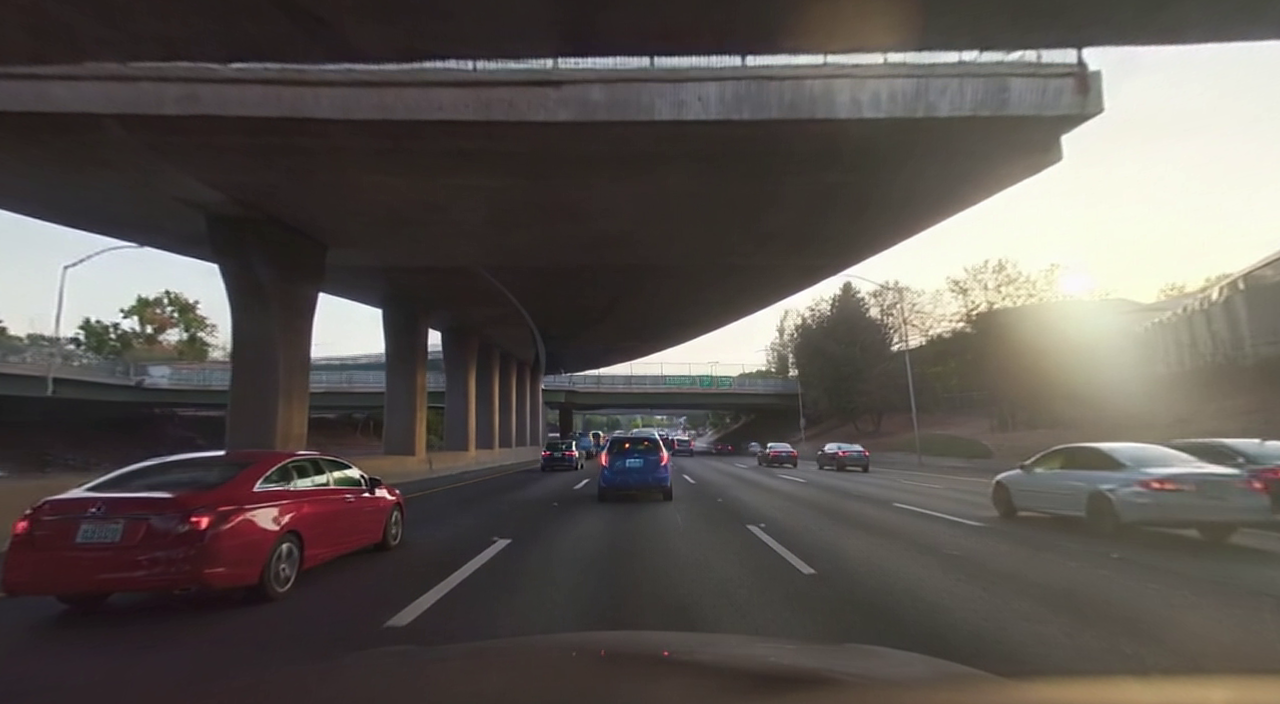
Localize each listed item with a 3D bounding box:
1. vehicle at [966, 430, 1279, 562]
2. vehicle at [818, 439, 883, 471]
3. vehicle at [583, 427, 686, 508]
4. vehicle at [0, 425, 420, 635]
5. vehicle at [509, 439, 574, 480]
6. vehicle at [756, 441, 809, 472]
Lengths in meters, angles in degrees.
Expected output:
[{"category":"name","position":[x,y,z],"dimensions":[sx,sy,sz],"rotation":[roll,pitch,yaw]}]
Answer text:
[{"category":"vehicle","position":[7.307,2.049,9.762],"dimensions":[2.049,1.521,4.604],"rotation":[0,-9,0]},{"category":"vehicle","position":[11.560,5.688,34.927],"dimensions":[1.992,1.625,4.359],"rotation":[1,-9,-1]},{"category":"vehicle","position":[-0.097,2.782,15.546],"dimensions":[2.181,1.697,4.021],"rotation":[0,-9,0]},{"category":"vehicle","position":[-4.149,1.612,6.778],"dimensions":[1.974,1.478,4.412],"rotation":[0,-9,0]},{"category":"vehicle","position":[-3.988,4.434,26.213],"dimensions":[1.947,1.516,4.295],"rotation":[0,-9,1]},{"category":"vehicle","position":[7.418,5.461,33.096],"dimensions":[1.880,1.526,3.641],"rotation":[0,-9,0]}]
